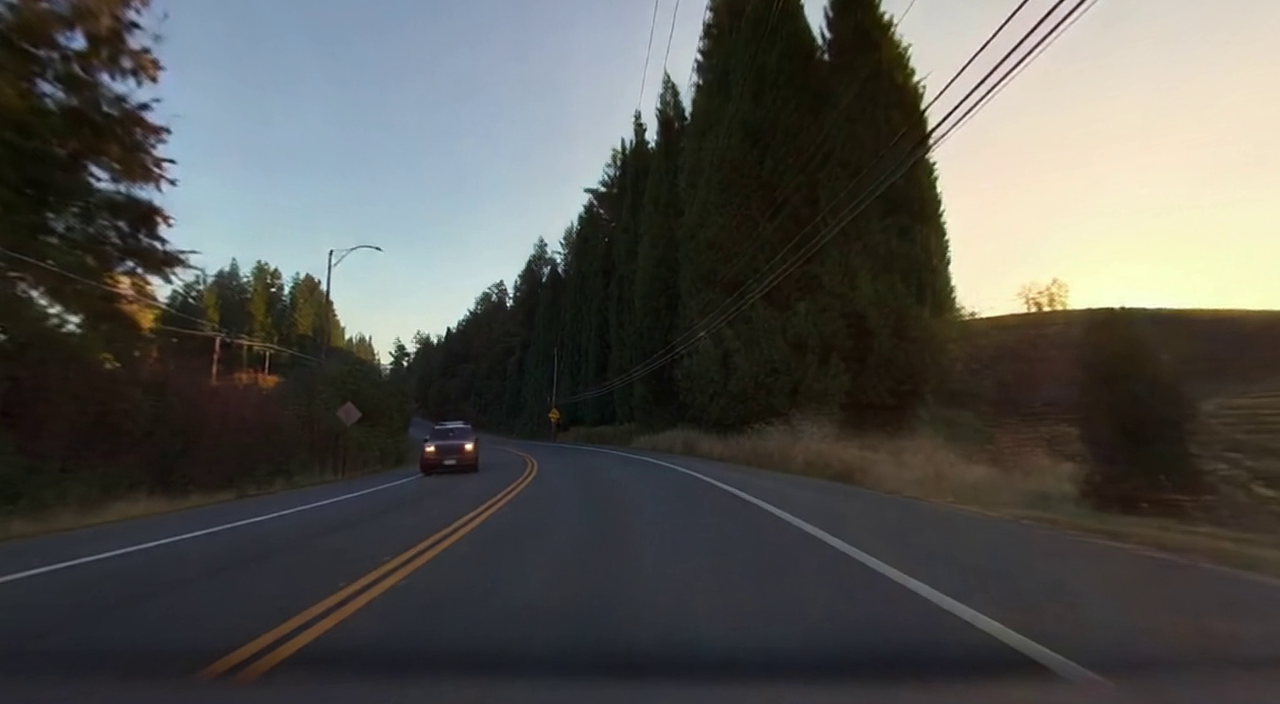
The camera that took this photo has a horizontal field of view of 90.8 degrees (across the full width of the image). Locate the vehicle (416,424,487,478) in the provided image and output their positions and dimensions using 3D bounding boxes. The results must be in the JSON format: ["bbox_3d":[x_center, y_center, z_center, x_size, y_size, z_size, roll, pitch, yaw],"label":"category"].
[{"bbox_3d":[-7.681,4.069,26.168,2.151,2.036,4.267,1,-9,-8],"label":"vehicle"}]
